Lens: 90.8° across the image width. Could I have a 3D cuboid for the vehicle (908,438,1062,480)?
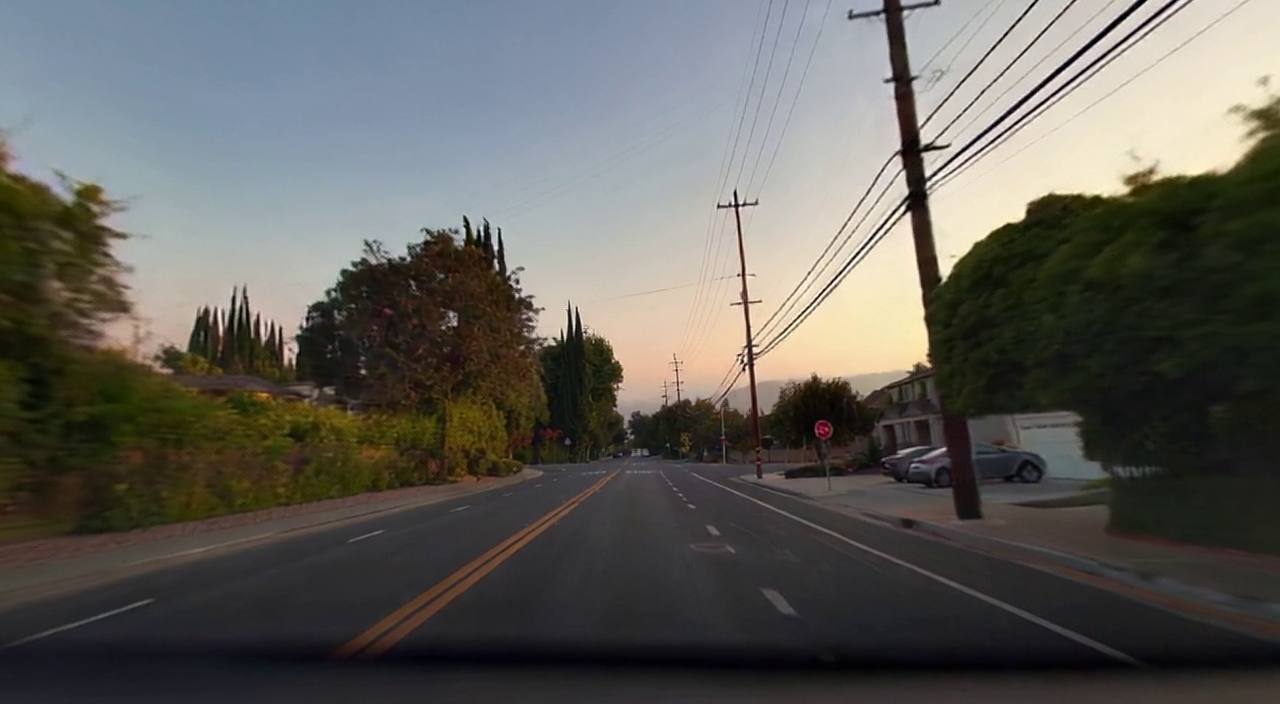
[{"bbox_3d":[12.833,4.007,23.717,4.650,1.484,1.929,0,-9,-1],"label":"vehicle"}]
